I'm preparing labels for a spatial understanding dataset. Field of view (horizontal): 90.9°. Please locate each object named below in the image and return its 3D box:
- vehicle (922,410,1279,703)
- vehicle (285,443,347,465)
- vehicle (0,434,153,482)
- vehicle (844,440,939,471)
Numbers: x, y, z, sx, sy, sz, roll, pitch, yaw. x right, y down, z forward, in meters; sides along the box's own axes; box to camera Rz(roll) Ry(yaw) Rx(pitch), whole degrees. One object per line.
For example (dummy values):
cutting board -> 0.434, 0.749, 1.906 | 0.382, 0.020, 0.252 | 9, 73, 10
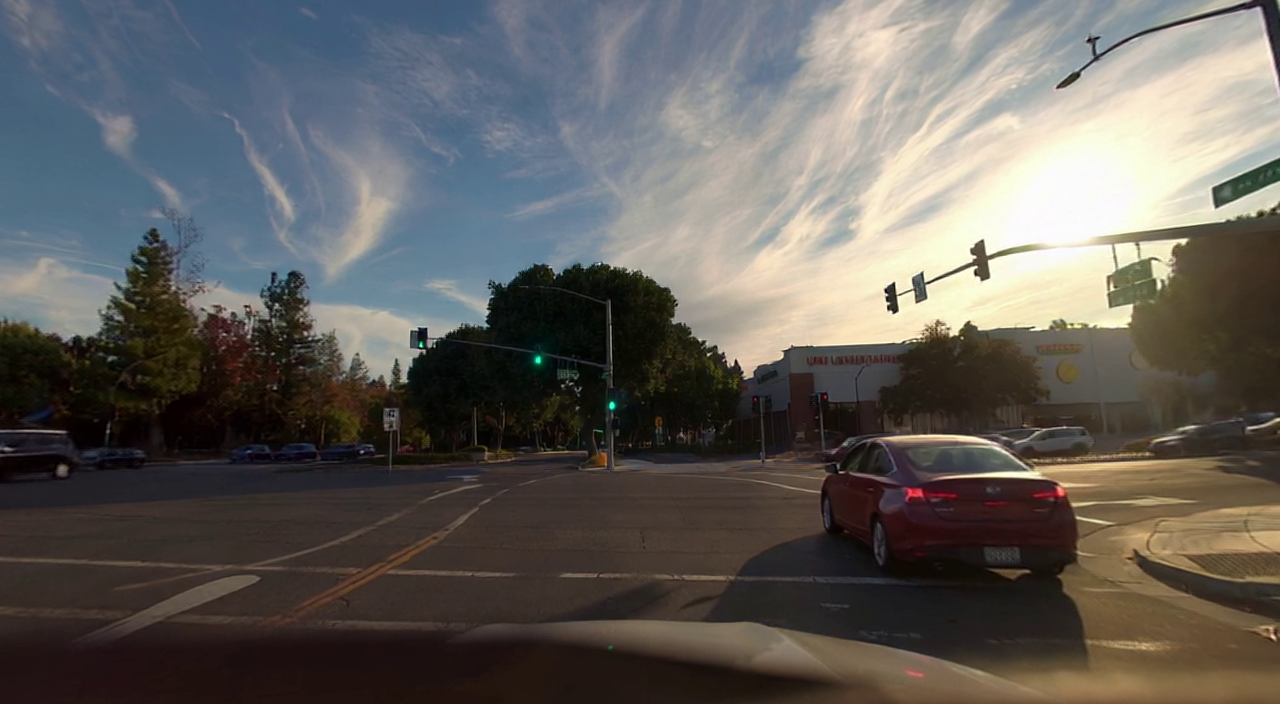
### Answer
vehicle -> 4.035, 1.186, 4.127 | 1.940, 1.487, 4.562 | 1, -8, -5
vehicle -> -23.867, 7.536, 46.689 | 2.201, 1.483, 4.656 | 0, -8, -1
vehicle -> -22.810, 4.262, 25.745 | 2.111, 1.742, 4.757 | 0, -8, -3
vehicle -> 13.032, 5.302, 32.556 | 4.703, 1.492, 1.930 | 4, -10, -29
